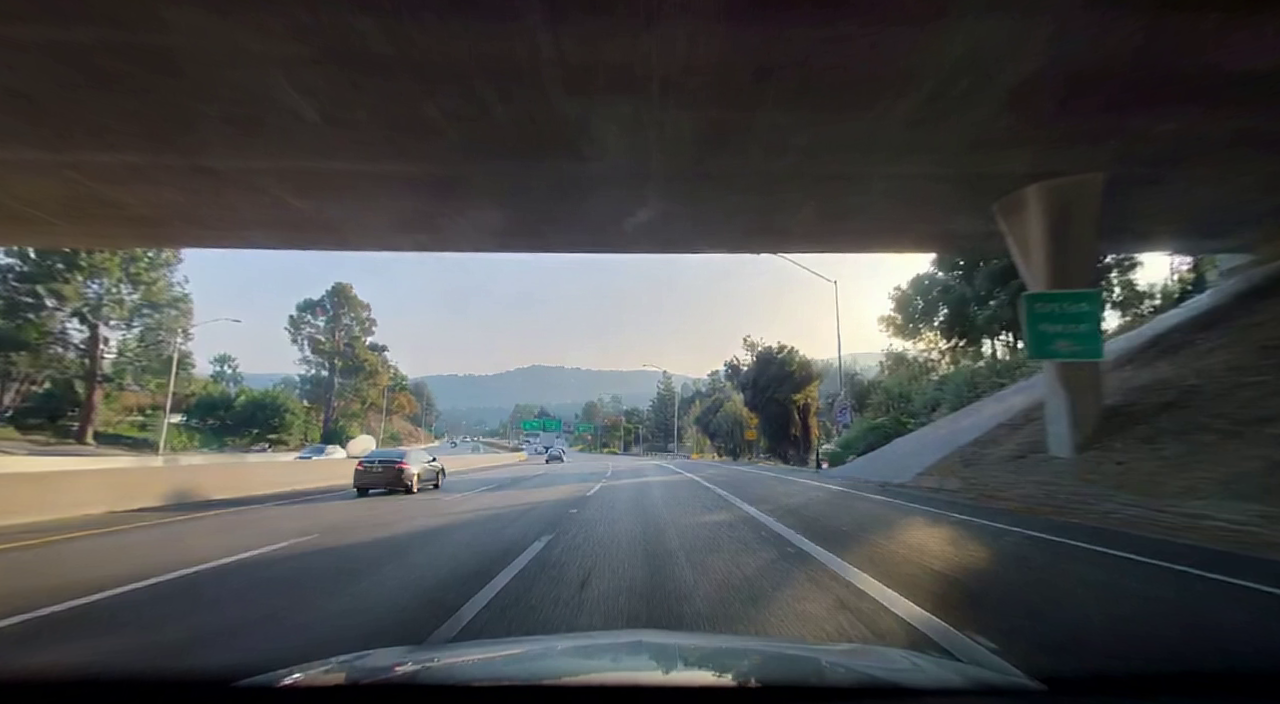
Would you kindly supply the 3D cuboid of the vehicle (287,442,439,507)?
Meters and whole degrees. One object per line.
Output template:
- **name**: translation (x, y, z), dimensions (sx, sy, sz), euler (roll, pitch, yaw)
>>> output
- **vehicle**: translation (-7.179, 3.191, 16.966), dimensions (2.025, 1.494, 4.495), euler (0, -8, 0)
